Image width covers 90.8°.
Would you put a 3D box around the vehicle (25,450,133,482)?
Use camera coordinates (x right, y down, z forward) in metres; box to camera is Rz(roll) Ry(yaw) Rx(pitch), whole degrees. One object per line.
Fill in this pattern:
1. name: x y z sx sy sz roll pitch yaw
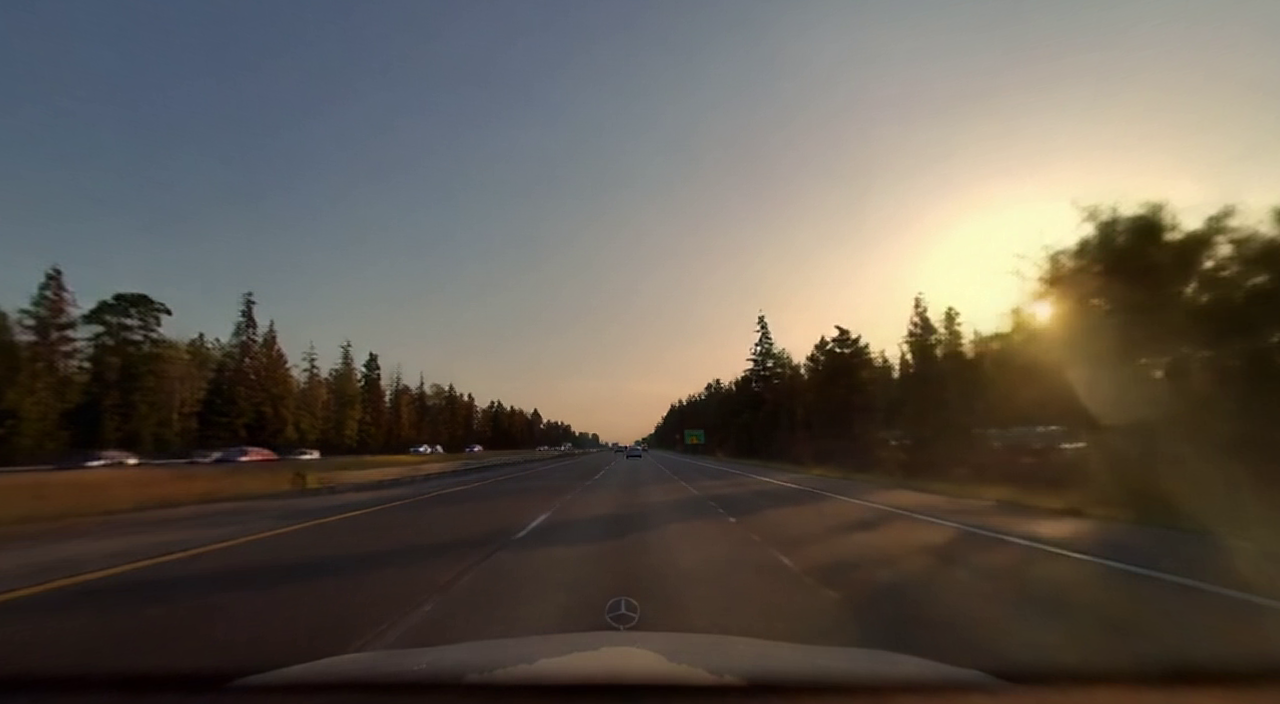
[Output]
1. vehicle: -32.782 6.647 37.135 1.941 1.741 4.805 0 -9 -1

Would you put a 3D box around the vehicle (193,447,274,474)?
1. vehicle: -28.317 7.558 44.260 2.301 1.770 5.042 0 -9 0
